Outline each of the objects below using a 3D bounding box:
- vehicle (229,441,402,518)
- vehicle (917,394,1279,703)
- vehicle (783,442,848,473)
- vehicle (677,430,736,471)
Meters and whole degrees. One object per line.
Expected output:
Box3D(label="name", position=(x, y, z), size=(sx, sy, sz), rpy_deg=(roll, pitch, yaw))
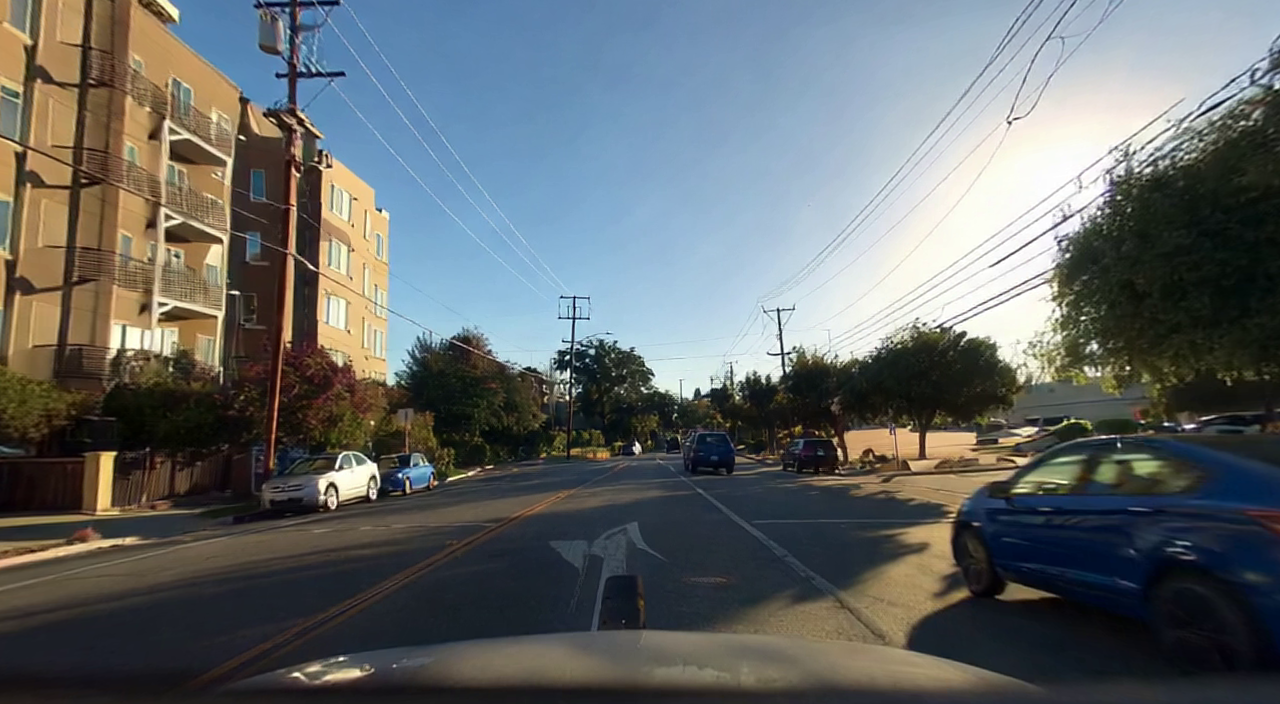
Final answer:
Box3D(label="vehicle", position=(-8.728, 3.421, 17.525), size=(2.381, 1.825, 4.652), rpy_deg=(0, -8, -1))
Box3D(label="vehicle", position=(3.698, 1.128, 3.787), size=(2.028, 1.552, 4.370), rpy_deg=(0, -8, 0))
Box3D(label="vehicle", position=(8.929, 5.380, 32.341), size=(1.935, 1.478, 4.711), rpy_deg=(0, -8, -1))
Box3D(label="vehicle", position=(3.031, 4.633, 29.663), size=(2.046, 1.784, 4.687), rpy_deg=(0, -8, -3))
